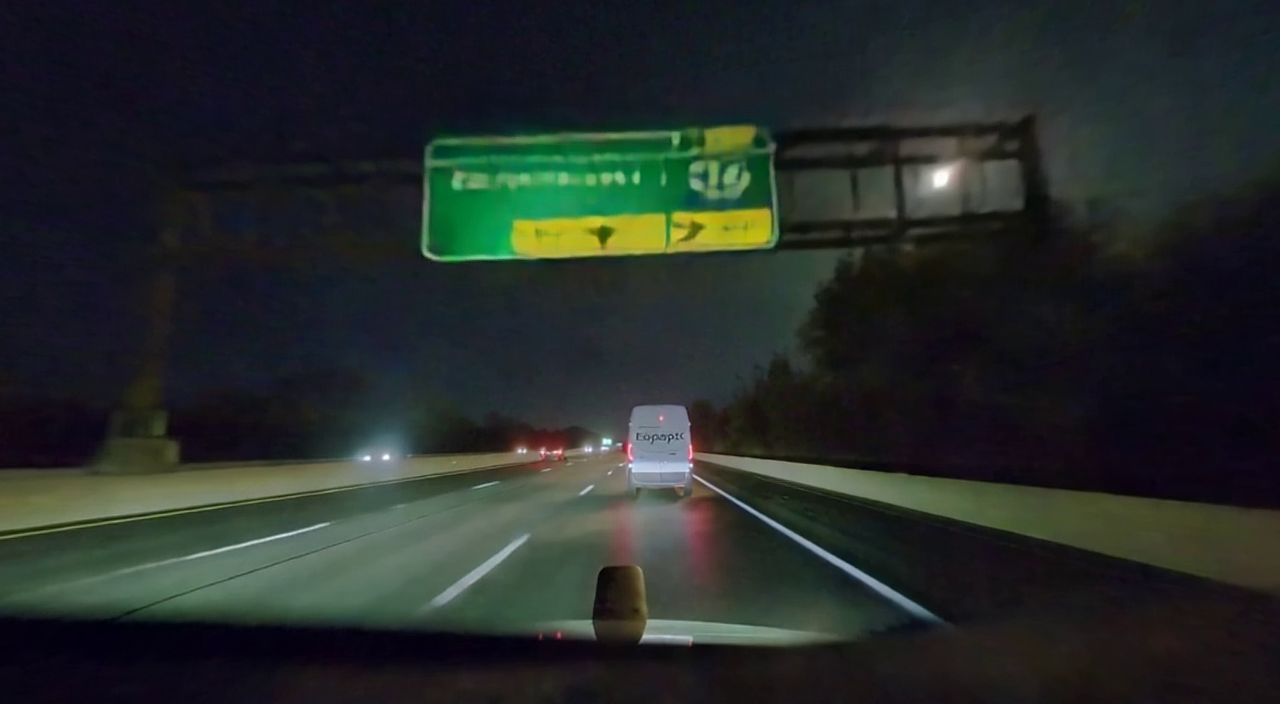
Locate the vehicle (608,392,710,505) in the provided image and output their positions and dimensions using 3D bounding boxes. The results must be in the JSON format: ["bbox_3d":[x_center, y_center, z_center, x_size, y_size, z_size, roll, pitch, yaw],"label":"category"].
[{"bbox_3d":[0.354,2.596,17.099,2.332,2.558,5.314,0,-9,-2],"label":"vehicle"}]

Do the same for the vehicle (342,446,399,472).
[{"bbox_3d":[-15.713,6.238,36.941,1.651,1.410,3.840,0,-9,0],"label":"vehicle"}]
